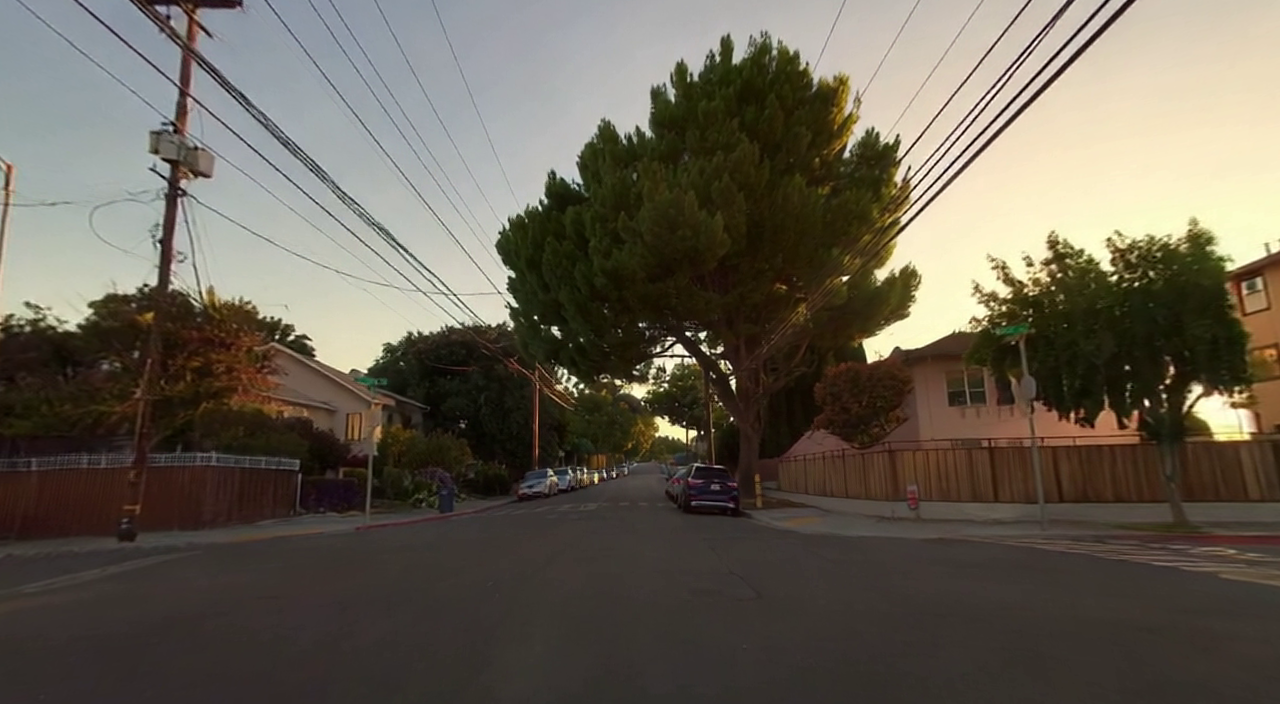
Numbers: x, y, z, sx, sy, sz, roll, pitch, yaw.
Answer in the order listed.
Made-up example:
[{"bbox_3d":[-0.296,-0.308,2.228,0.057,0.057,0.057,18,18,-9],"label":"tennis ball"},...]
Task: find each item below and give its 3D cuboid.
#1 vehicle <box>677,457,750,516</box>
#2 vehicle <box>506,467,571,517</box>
[{"bbox_3d":[2.624,4.952,23.789,2.051,1.874,4.459,0,-8,-2],"label":"vehicle"},{"bbox_3d":[-4.262,5.949,27.294,2.189,1.771,4.571,0,-8,-2],"label":"vehicle"}]
